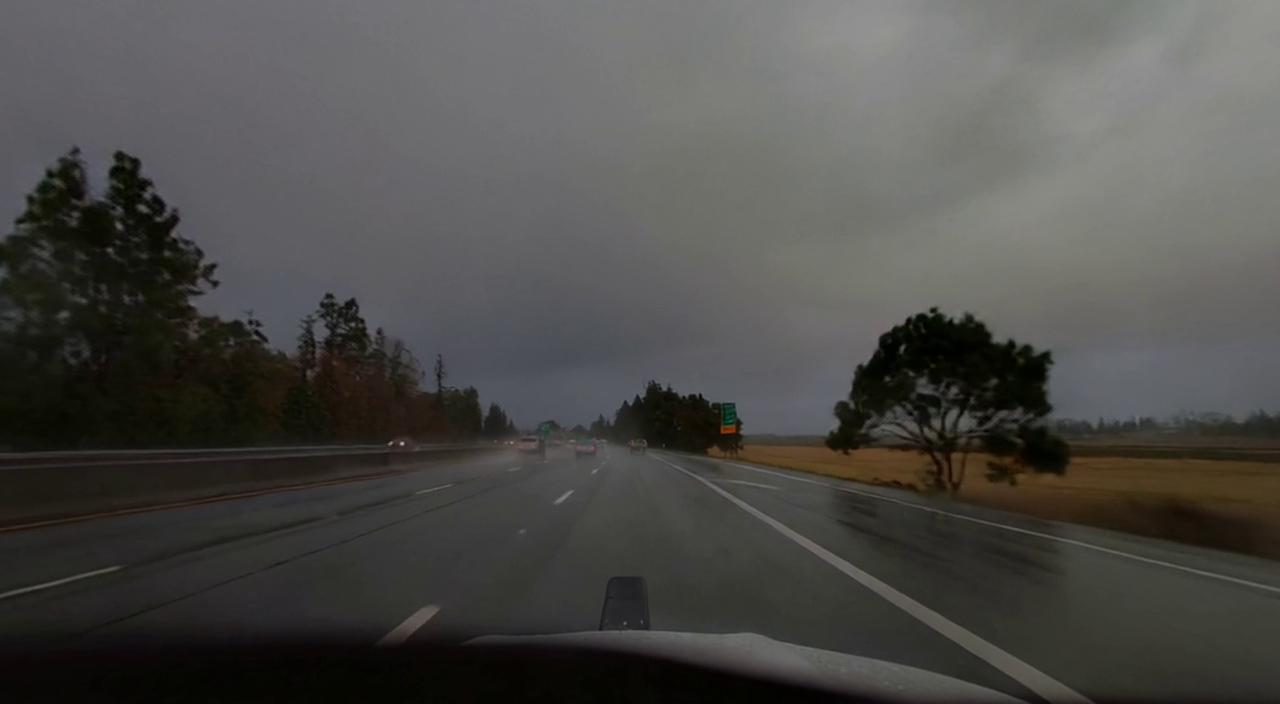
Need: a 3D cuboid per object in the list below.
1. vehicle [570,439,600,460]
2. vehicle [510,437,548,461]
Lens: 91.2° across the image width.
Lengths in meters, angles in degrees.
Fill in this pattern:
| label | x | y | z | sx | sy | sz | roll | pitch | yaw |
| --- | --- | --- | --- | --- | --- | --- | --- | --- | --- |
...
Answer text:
| label | x | y | z | sx | sy | sz | roll | pitch | yaw |
| --- | --- | --- | --- | --- | --- | --- | --- | --- | --- |
| vehicle | -4.208 | 7.563 | 48.640 | 2.075 | 1.516 | 4.212 | 0 | -8 | -1 |
| vehicle | -8.037 | 7.053 | 45.790 | 2.080 | 1.632 | 4.332 | 0 | -8 | -1 |
